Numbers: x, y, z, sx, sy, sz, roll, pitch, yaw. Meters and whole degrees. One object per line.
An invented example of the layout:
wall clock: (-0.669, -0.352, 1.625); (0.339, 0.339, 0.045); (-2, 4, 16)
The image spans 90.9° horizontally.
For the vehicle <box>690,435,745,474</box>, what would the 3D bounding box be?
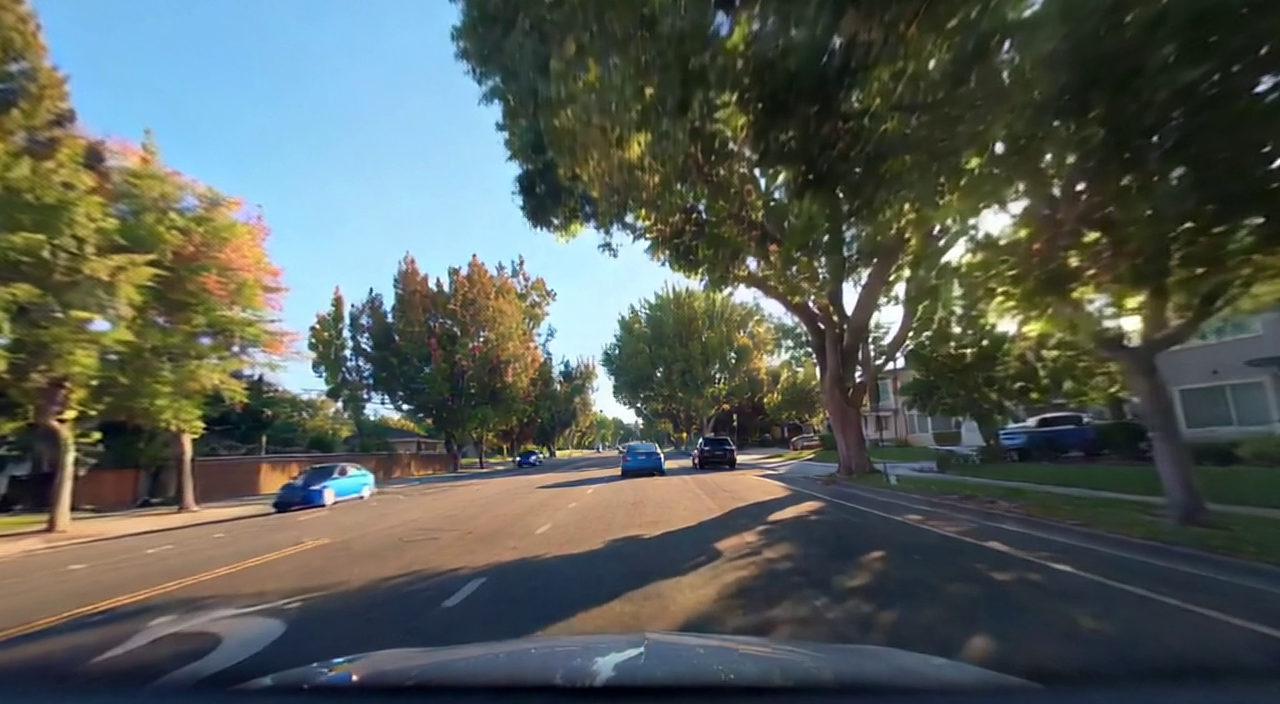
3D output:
vehicle: (3.609, 4.877, 30.197); (2.024, 1.711, 4.512); (0, -8, -1)

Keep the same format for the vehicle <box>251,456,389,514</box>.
vehicle: (-10.012, 4.148, 20.218); (1.916, 1.492, 4.677); (-2, -8, 1)

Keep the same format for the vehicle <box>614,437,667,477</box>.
vehicle: (0.030, 4.699, 28.567); (2.200, 1.653, 4.127); (0, -8, 0)
